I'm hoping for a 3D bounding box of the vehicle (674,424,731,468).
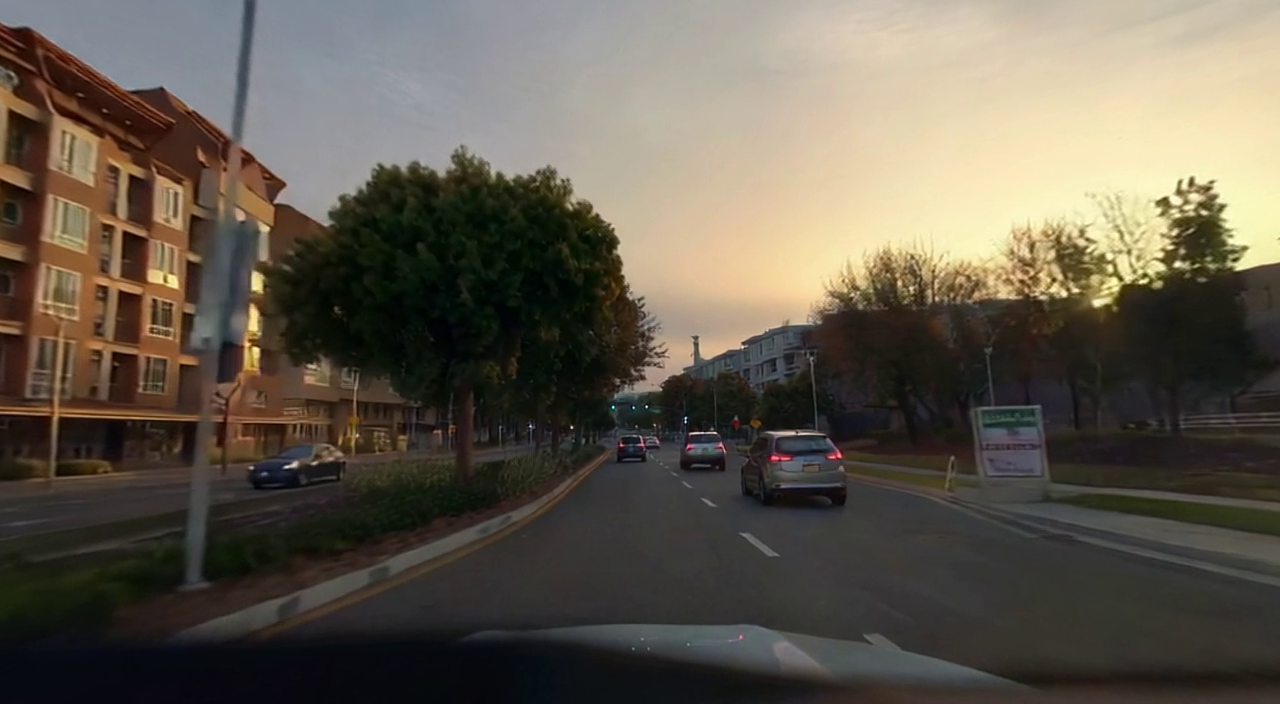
[{"bbox_3d":[2.805,4.409,29.667,2.206,1.858,5.332,0,-8,1],"label":"vehicle"}]

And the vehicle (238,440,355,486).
[{"bbox_3d":[-12.729,4.129,23.816,1.926,1.446,4.565,-3,-8,-1],"label":"vehicle"}]

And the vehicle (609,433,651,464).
[{"bbox_3d":[-0.557,5.122,33.622,2.059,1.492,3.925,0,-8,-2],"label":"vehicle"}]

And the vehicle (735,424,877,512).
[{"bbox_3d":[3.426,2.478,13.941,1.906,1.608,4.137,0,-8,-1],"label":"vehicle"}]
